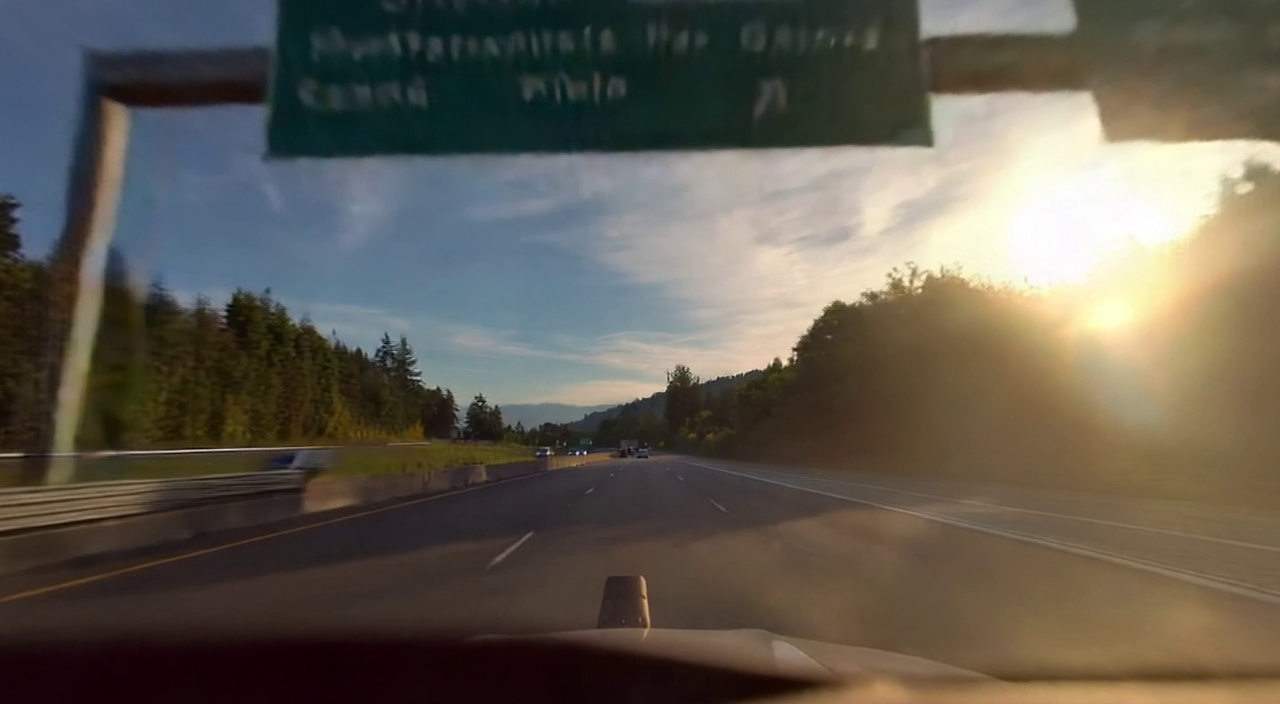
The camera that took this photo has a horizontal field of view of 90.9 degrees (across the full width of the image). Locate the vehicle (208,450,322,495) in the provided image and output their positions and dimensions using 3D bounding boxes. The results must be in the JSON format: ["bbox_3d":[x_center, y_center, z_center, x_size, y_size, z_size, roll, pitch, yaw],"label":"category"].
[{"bbox_3d":[-15.206,4.860,25.889,1.925,1.645,4.371,-1,-9,1],"label":"vehicle"}]
